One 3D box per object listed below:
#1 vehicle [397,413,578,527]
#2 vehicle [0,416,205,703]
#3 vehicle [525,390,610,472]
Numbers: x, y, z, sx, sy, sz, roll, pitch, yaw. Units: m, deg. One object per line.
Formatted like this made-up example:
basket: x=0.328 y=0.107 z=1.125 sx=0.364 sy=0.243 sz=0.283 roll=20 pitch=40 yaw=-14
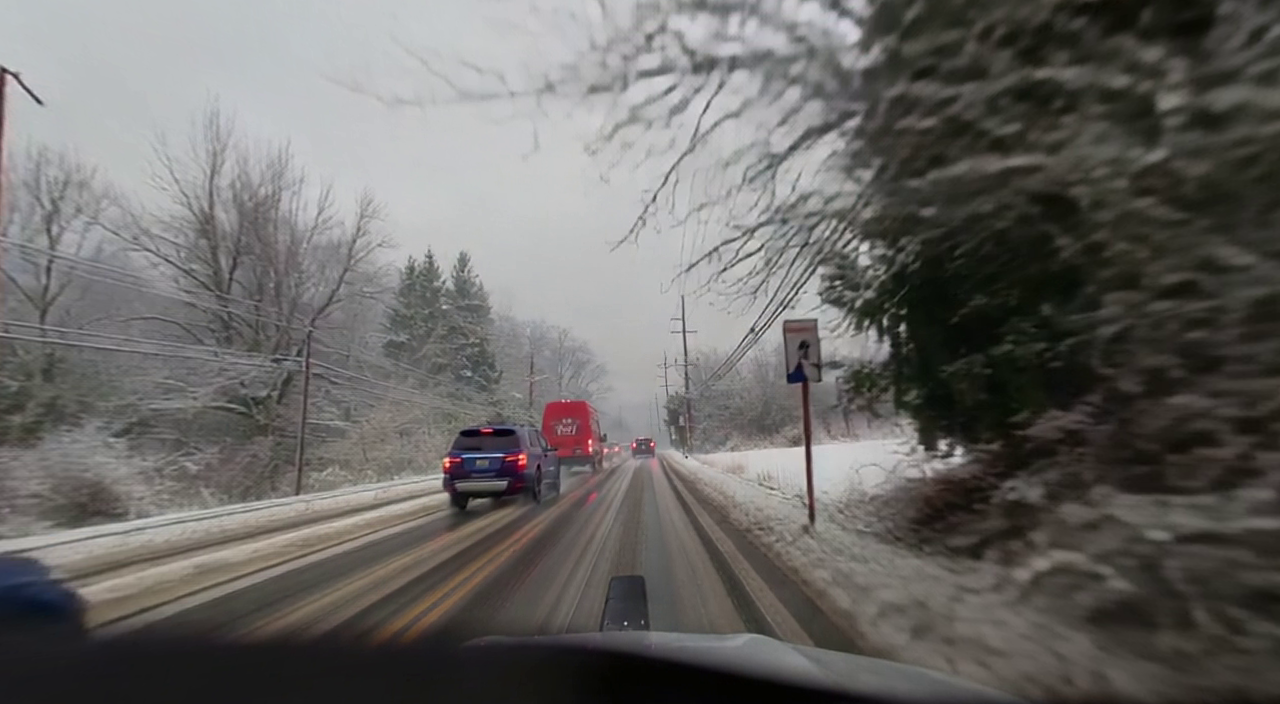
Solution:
vehicle: x=-2.743 y=2.316 z=13.001 sx=2.187 sy=1.821 sz=5.501 roll=-1 pitch=-8 yaw=2
vehicle: x=-3.336 y=0.780 z=0.954 sx=1.966 sy=1.466 sz=4.699 roll=0 pitch=-8 yaw=1
vehicle: x=-3.051 y=3.769 z=29.260 sx=2.818 sy=3.181 sz=9.114 roll=0 pitch=-8 yaw=0
